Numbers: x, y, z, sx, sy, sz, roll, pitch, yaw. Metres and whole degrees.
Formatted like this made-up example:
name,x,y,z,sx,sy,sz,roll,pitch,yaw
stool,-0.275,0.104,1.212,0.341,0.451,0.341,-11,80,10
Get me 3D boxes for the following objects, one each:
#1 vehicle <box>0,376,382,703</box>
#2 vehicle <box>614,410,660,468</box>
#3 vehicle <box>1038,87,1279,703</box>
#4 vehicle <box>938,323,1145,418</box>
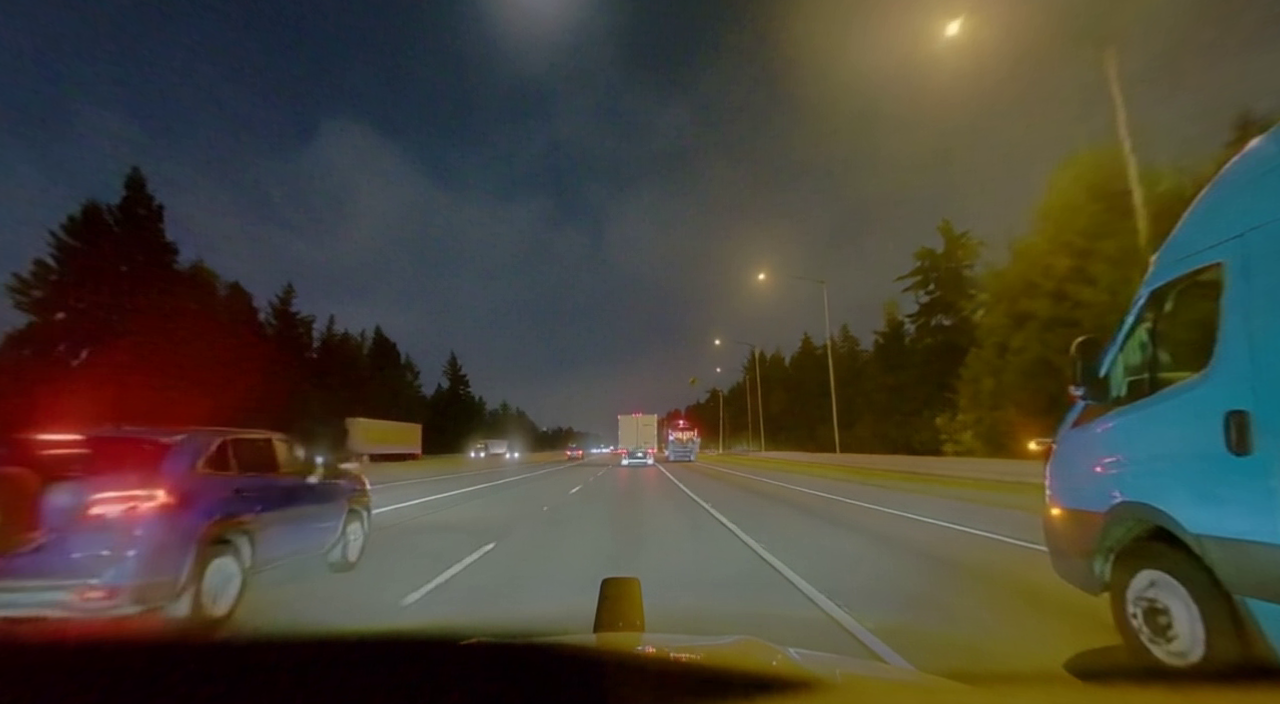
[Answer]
name,x,y,z,sx,sy,sz,roll,pitch,yaw
vehicle,-3.818,1.193,4.330,2.175,1.646,4.525,0,-9,0
vehicle,-0.208,6.868,49.335,3.201,4.019,10.918,0,-9,0
vehicle,3.632,0.083,0.622,2.338,2.690,6.025,0,-9,-1
vehicle,25.409,1.794,41.971,2.982,3.944,15.603,-4,-10,-2
